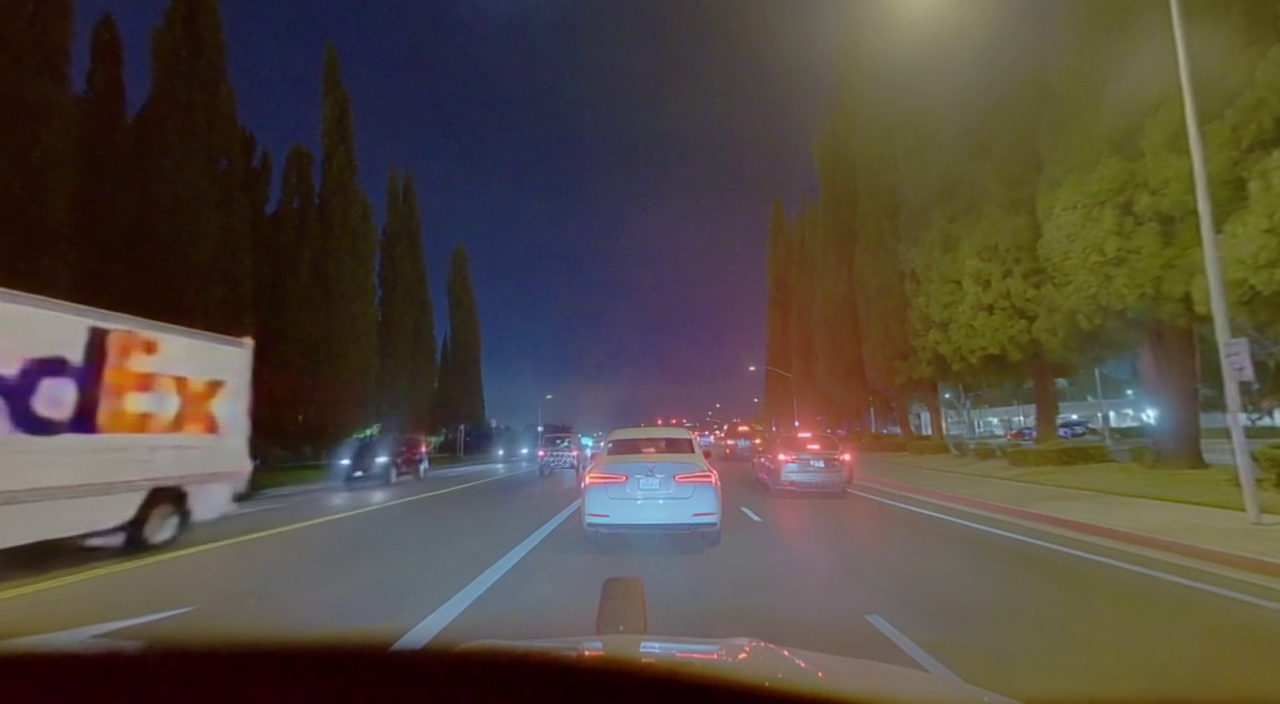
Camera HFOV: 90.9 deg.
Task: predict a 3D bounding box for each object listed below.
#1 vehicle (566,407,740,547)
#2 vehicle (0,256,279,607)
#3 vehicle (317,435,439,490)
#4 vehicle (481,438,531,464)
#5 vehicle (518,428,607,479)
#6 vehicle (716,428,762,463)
[{"bbox_3d":[0.181,1.851,9.960,2.154,1.710,4.128,0,-8,1],"label":"vehicle"},{"bbox_3d":[-7.612,0.698,5.557,2.961,3.316,9.483,-1,-8,2],"label":"vehicle"},{"bbox_3d":[-9.429,3.999,23.259,2.039,1.769,4.911,-1,-8,5],"label":"vehicle"},{"bbox_3d":[-9.077,6.752,43.168,2.005,1.701,4.355,-1,-8,7],"label":"vehicle"},{"bbox_3d":[-2.837,3.899,24.487,2.057,1.786,4.725,-2,-8,11],"label":"vehicle"},{"bbox_3d":[5.503,5.265,35.625,2.155,1.786,4.459,-1,-8,3],"label":"vehicle"}]
